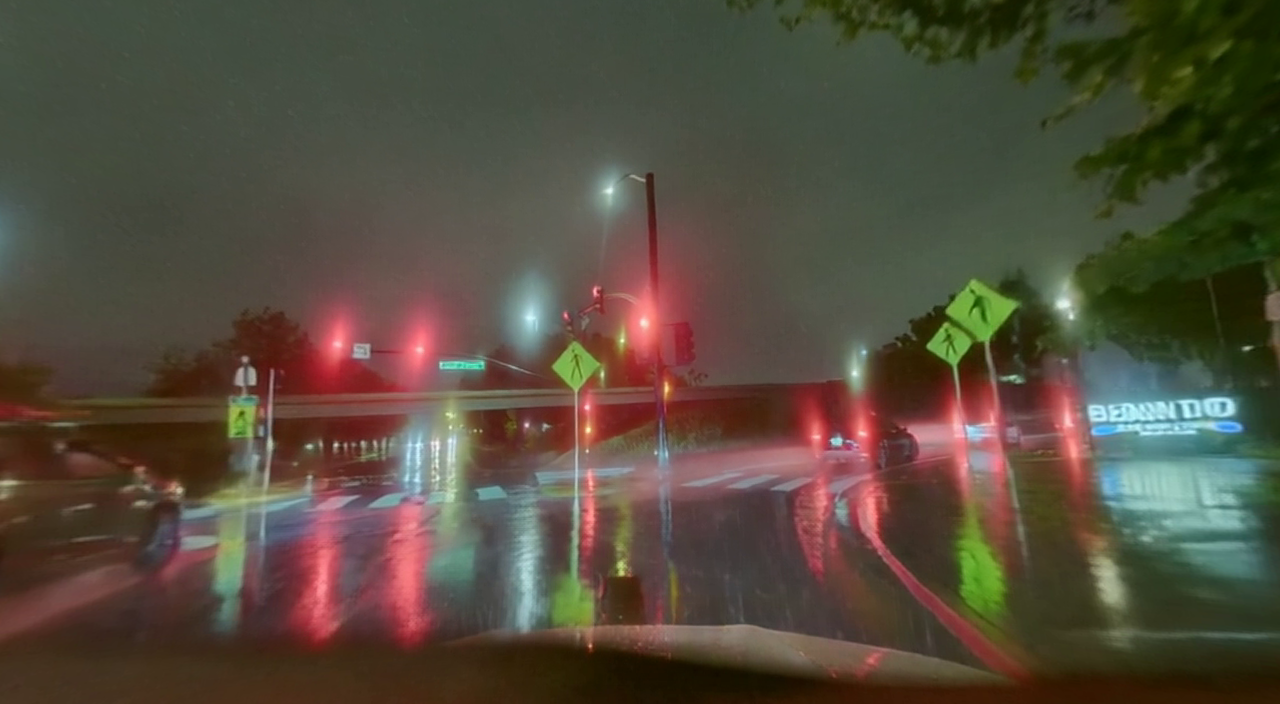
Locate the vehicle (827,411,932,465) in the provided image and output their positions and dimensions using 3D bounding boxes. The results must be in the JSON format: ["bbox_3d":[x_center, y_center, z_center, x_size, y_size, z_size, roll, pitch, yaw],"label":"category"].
[{"bbox_3d":[8.124,2.901,21.236,1.908,1.622,4.166,-7,-11,41],"label":"vehicle"}]

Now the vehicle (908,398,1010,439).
[{"bbox_3d":[16.666,3.526,32.948,5.144,1.954,2.122,4,-9,-29],"label":"vehicle"}]

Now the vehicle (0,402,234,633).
[{"bbox_3d":[-6.019,1.392,5.790,2.066,1.672,5.581,2,-8,-14],"label":"vehicle"}]
